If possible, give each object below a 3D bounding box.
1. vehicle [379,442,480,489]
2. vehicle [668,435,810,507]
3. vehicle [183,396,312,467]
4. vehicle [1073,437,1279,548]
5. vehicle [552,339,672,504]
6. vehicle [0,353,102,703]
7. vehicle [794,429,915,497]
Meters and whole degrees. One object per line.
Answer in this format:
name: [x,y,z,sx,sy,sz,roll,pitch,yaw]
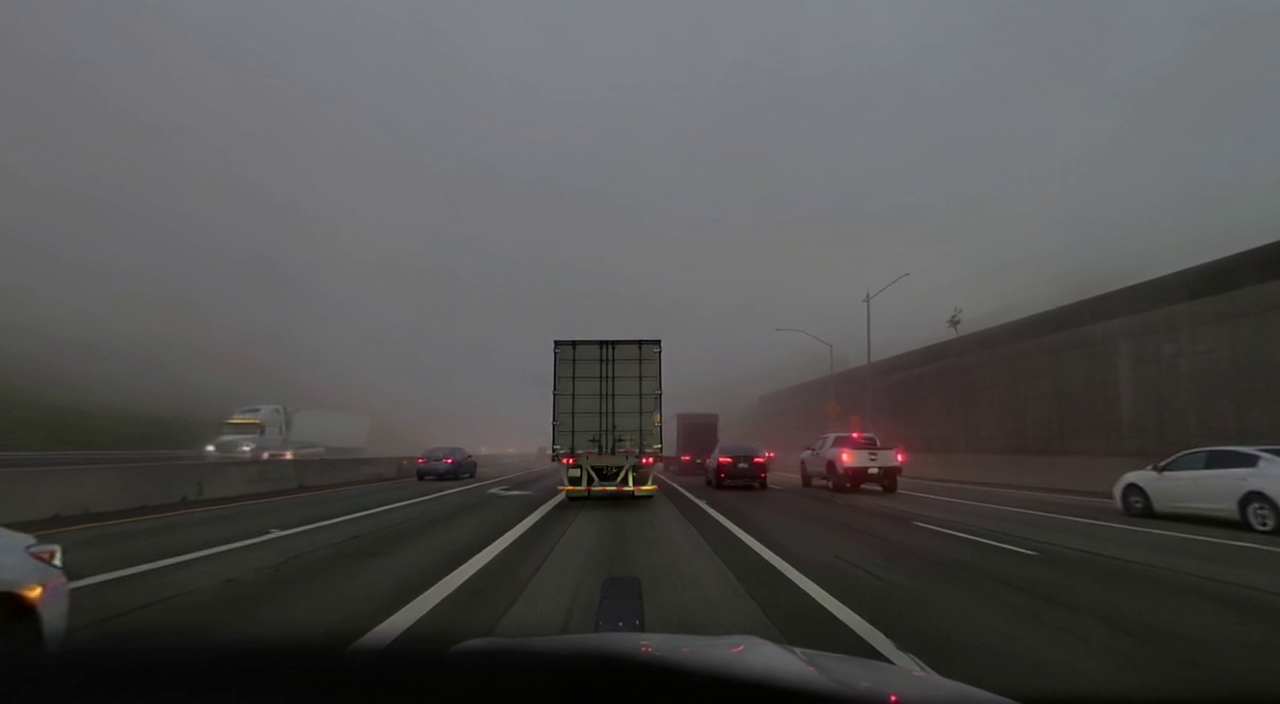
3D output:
vehicle: [-7.231,3.936,22.290,1.973,1.471,4.779,0,-9,0]
vehicle: [3.021,4.360,24.586,2.869,1.940,14.755,0,-9,-1]
vehicle: [-25.728,5.376,42.108,3.146,4.246,8.205,0,-9,0]
vehicle: [9.565,2.085,9.802,2.002,1.472,4.950,0,-9,-3]
vehicle: [-0.735,2.482,20.946,2.906,4.040,10.743,0,-9,-1]
vehicle: [-3.338,0.579,0.641,1.946,1.641,4.105,0,-9,-1]
vehicle: [6.682,3.515,20.324,2.070,1.888,4.546,0,-9,-2]
